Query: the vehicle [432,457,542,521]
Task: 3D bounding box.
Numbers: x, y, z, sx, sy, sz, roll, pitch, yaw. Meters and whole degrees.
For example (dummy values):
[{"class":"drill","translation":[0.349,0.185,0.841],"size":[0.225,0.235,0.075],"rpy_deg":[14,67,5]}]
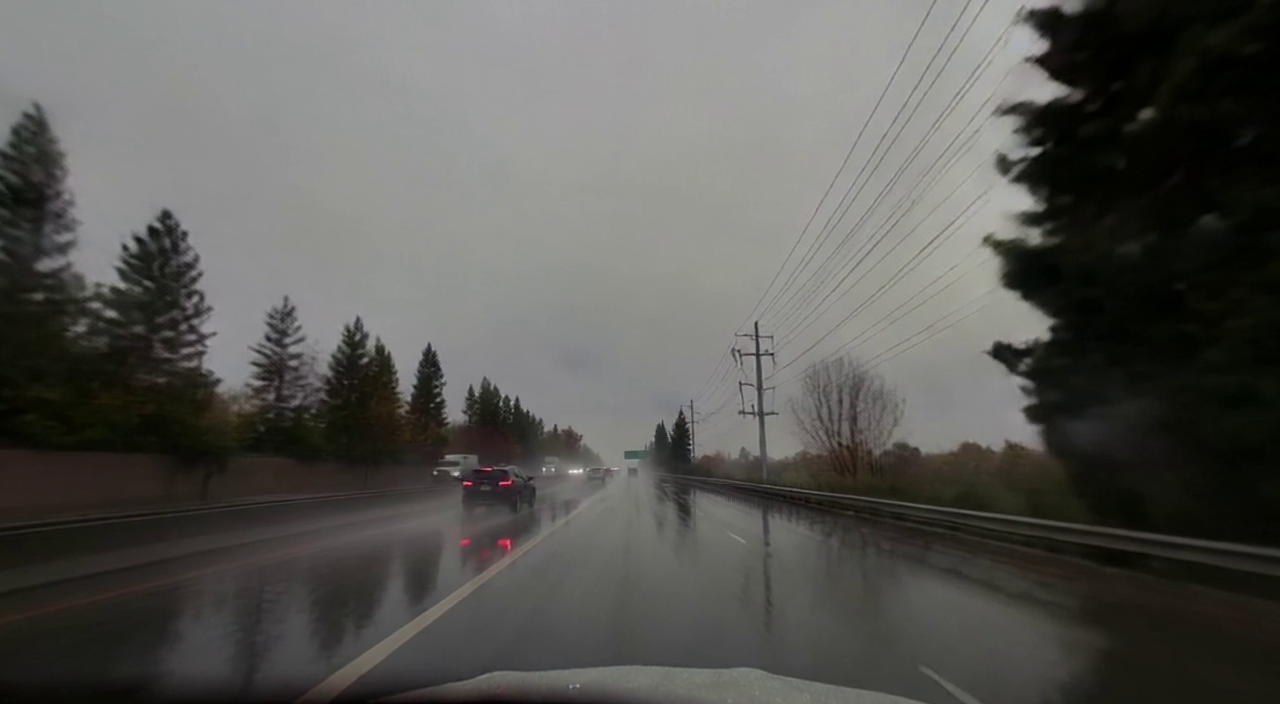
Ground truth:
[{"class":"vehicle","translation":[-4.069,3.735,17.538],"size":[1.963,1.501,4.227],"rpy_deg":[1,-10,0]}]
